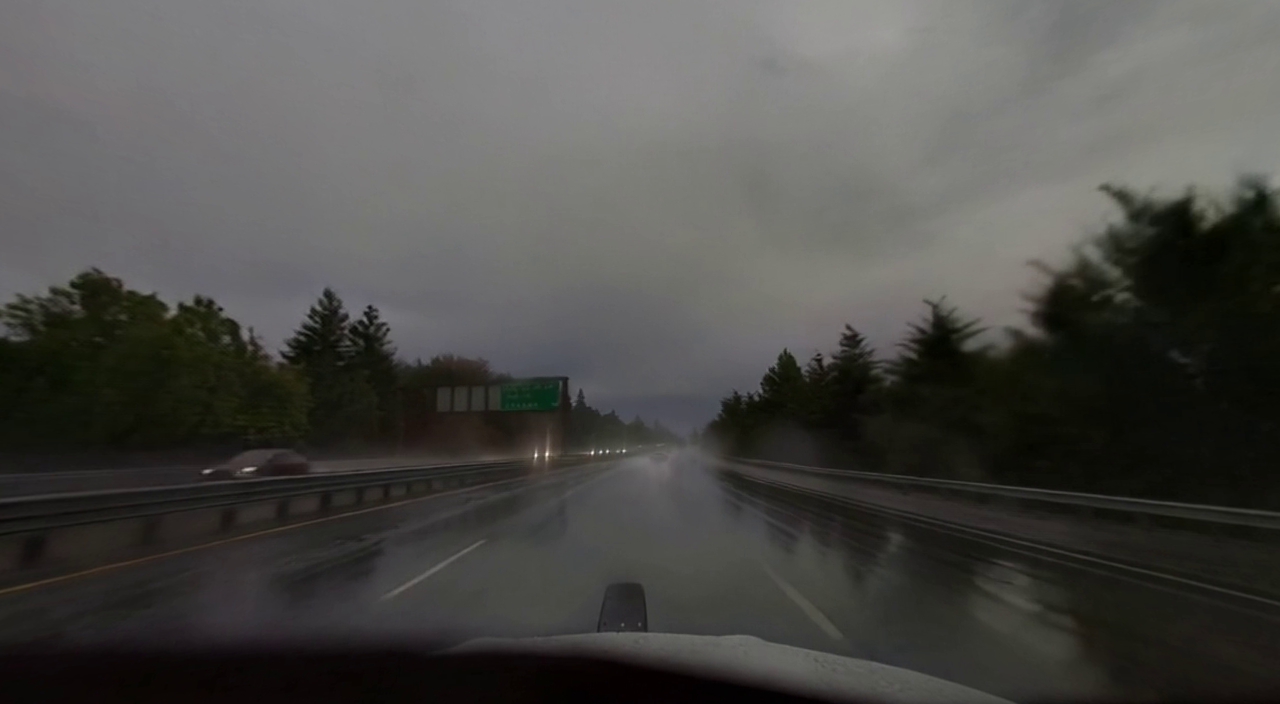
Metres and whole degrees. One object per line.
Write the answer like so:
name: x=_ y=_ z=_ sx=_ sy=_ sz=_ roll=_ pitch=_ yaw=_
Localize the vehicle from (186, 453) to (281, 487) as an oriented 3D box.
vehicle: x=-18.326 y=5.318 z=28.608 sx=1.661 sy=1.423 sz=3.796 roll=0 pitch=-9 yaw=2
